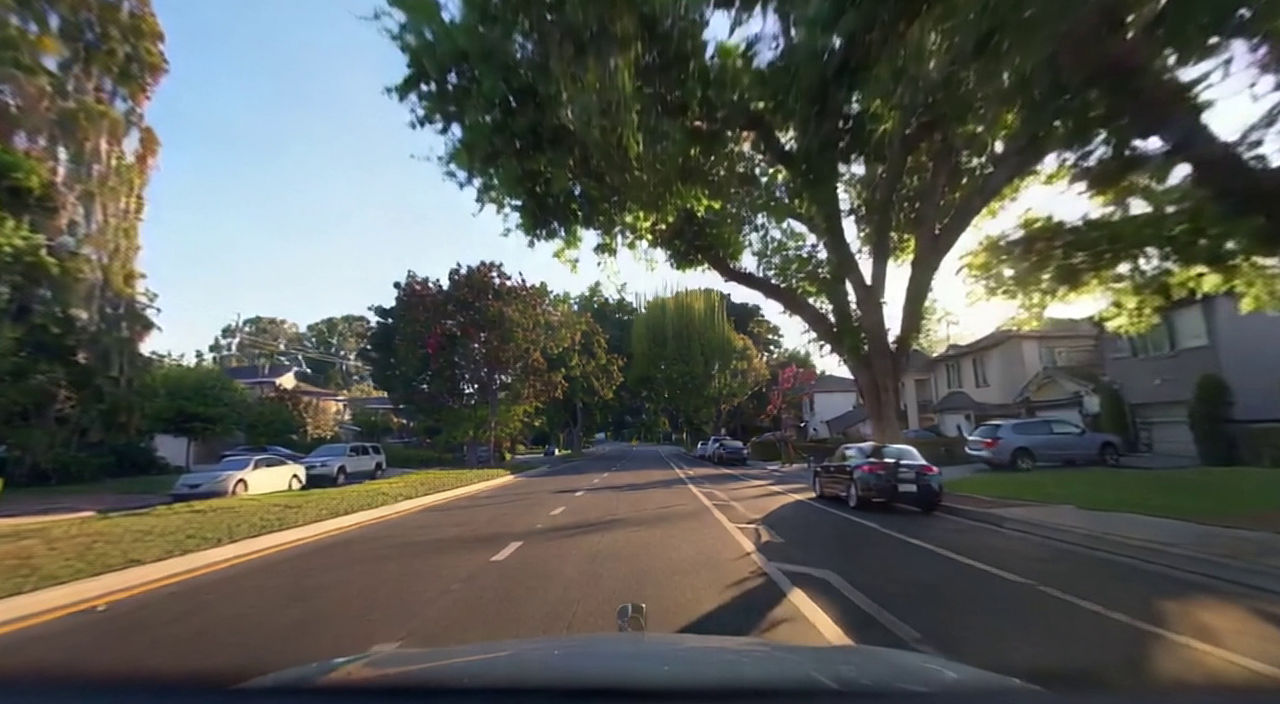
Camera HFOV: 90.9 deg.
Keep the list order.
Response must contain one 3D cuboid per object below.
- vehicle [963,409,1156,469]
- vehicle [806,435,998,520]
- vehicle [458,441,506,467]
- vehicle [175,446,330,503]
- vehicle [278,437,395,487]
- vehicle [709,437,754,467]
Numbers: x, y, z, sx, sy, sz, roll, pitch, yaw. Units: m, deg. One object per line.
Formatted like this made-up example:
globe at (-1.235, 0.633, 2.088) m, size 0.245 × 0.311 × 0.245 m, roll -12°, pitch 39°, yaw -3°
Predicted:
vehicle at (13.828, 2.922, 21.027) m, size 4.940 × 1.764 × 1.977 m, roll -2°, pitch -9°, yaw 0°
vehicle at (5.128, 2.529, 13.108) m, size 2.059 × 1.449 × 4.168 m, roll 0°, pitch -10°, yaw -2°
vehicle at (-11.423, 7.408, 45.868) m, size 2.054 × 1.704 × 4.710 m, roll -3°, pitch -9°, yaw 2°
vehicle at (-11.960, 3.772, 19.915) m, size 1.940 × 1.496 × 4.654 m, roll -2°, pitch -8°, yaw 0°
vehicle at (-11.921, 4.394, 25.236) m, size 2.228 × 1.766 × 4.770 m, roll 0°, pitch -10°, yaw 1°
vehicle at (5.275, 5.814, 36.974) m, size 1.885 × 1.603 × 5.235 m, roll 0°, pitch -8°, yaw 0°
